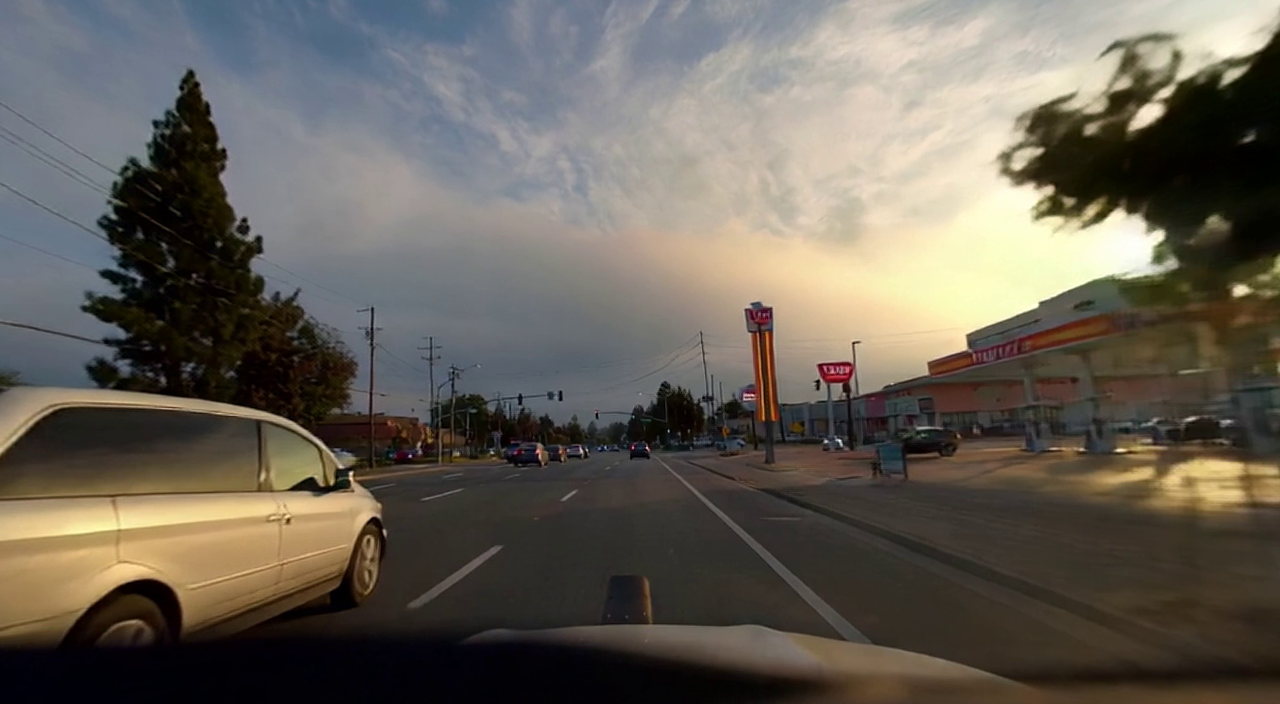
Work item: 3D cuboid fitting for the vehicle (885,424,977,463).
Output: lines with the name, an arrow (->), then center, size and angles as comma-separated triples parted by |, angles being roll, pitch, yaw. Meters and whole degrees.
vehicle -> 16.108, 5.131, 35.295 | 2.178, 1.911, 5.852 | -1, -8, -2

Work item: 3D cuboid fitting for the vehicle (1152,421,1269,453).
vehicle -> 31.097, 4.706, 34.441 | 1.883, 1.605, 4.459 | 8, -13, -44

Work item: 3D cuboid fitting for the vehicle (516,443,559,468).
vehicle -> -6.537, 6.636, 40.544 | 1.960, 1.468, 4.345 | 0, -8, 1

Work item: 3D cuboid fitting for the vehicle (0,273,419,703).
vehicle -> -3.163, 0.883, 3.458 | 2.190, 1.844, 4.751 | 0, -8, 0
